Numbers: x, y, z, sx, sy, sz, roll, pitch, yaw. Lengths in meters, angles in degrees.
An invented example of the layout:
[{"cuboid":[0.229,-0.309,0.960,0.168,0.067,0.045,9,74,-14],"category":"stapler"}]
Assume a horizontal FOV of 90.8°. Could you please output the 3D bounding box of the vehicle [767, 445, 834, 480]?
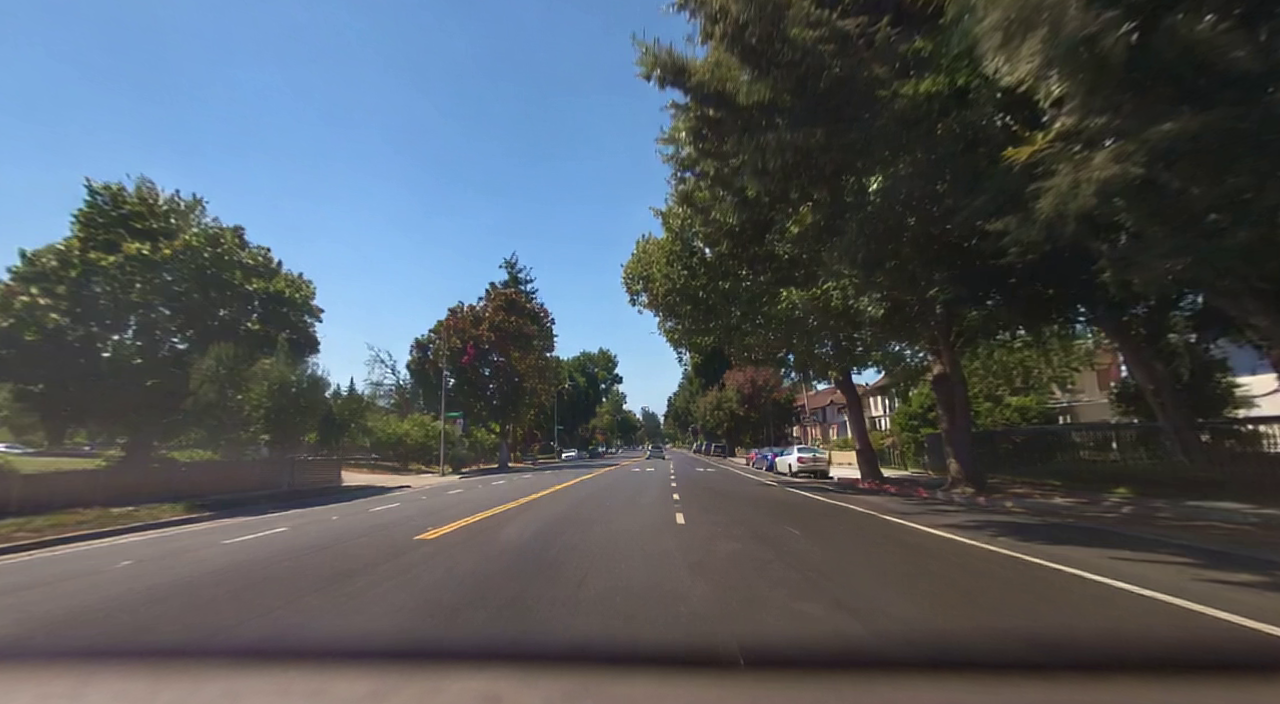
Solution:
[{"cuboid":[7.256,5.022,29.067,1.940,1.481,4.650,0,-9,1],"category":"vehicle"}]
